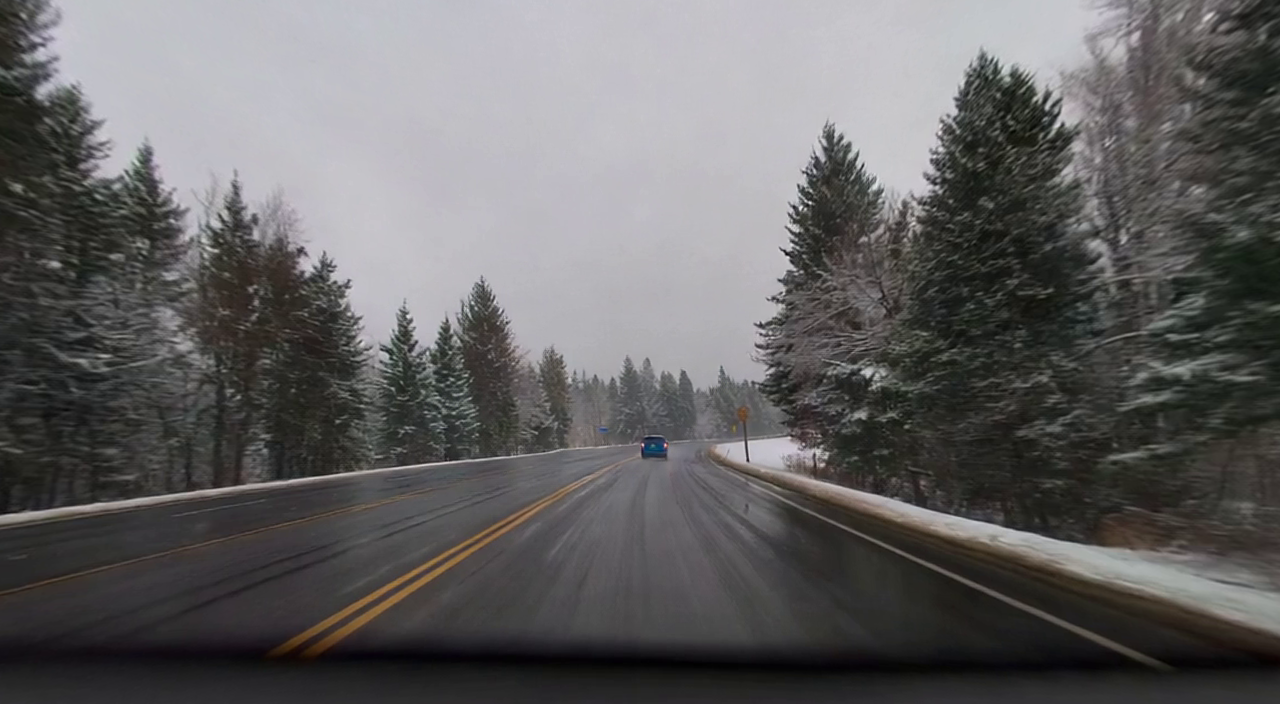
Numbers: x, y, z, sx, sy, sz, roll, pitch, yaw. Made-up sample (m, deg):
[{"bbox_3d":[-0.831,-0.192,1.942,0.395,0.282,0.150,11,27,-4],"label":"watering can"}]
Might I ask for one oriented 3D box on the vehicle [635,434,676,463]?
[{"bbox_3d":[0.989,5.901,38.669,2.294,1.708,4.110,-1,-8,4],"label":"vehicle"}]
